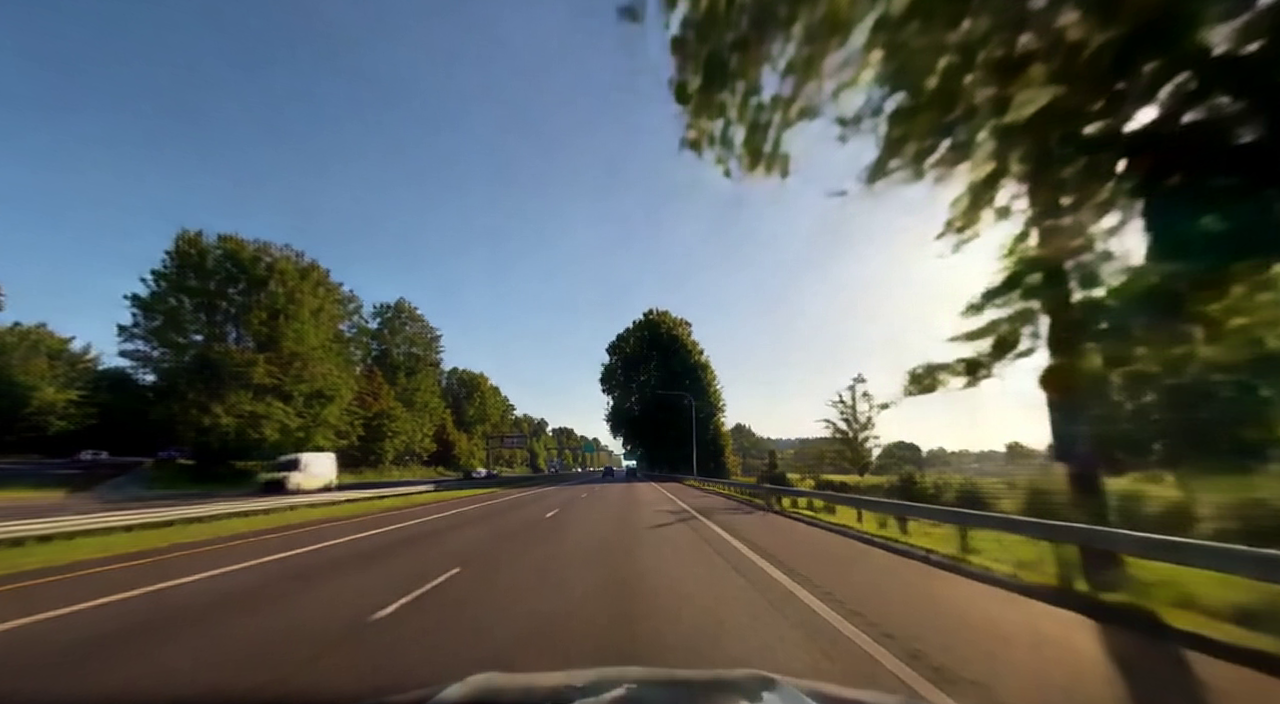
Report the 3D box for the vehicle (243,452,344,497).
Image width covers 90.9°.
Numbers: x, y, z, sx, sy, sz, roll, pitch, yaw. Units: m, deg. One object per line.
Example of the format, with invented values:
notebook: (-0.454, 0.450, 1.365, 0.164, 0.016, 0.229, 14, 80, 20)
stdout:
vehicle: (-16.240, 5.787, 29.873, 2.038, 1.869, 4.719, 1, -11, -1)
